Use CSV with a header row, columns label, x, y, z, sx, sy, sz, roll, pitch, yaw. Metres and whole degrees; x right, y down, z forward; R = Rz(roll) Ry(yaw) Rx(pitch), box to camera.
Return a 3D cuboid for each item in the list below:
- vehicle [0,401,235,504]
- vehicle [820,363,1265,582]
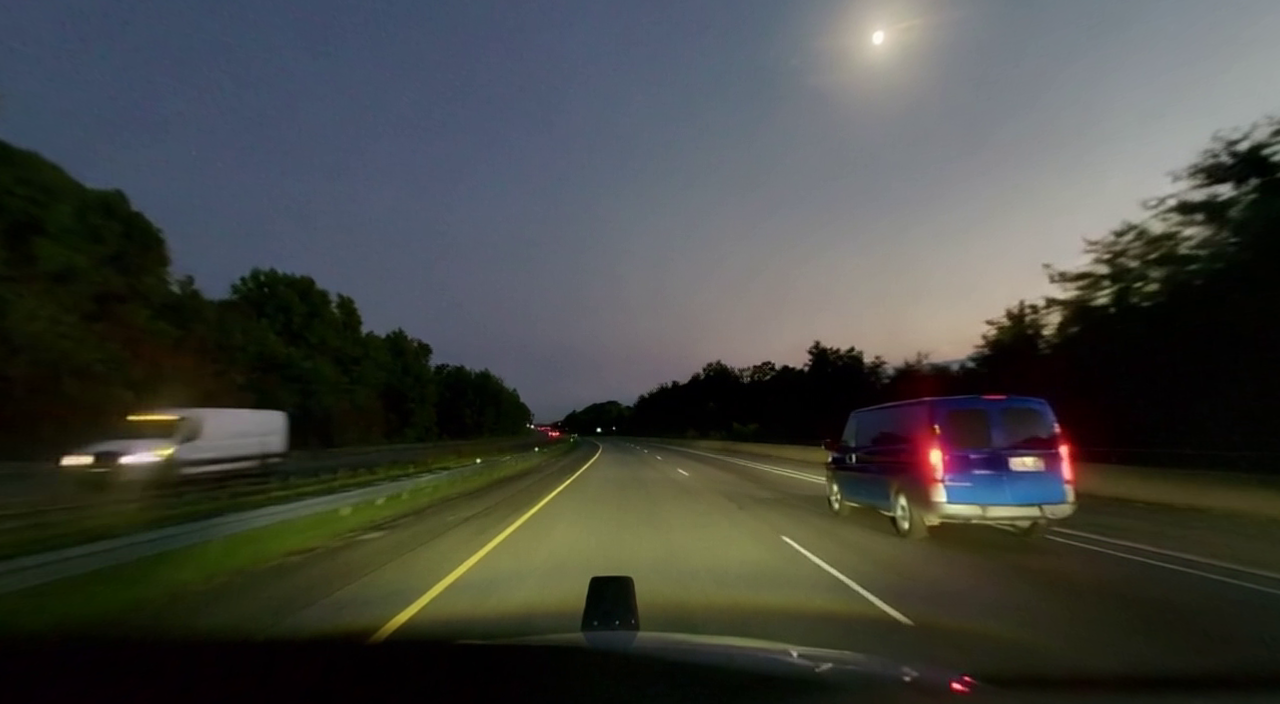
label,x,y,z,sx,sy,sz,roll,pitch,yaw
vehicle,-12.522,2.367,15.326,2.109,2.086,4.935,0,-8,-2
vehicle,4.000,1.289,7.560,2.240,1.801,4.545,0,-8,-1
